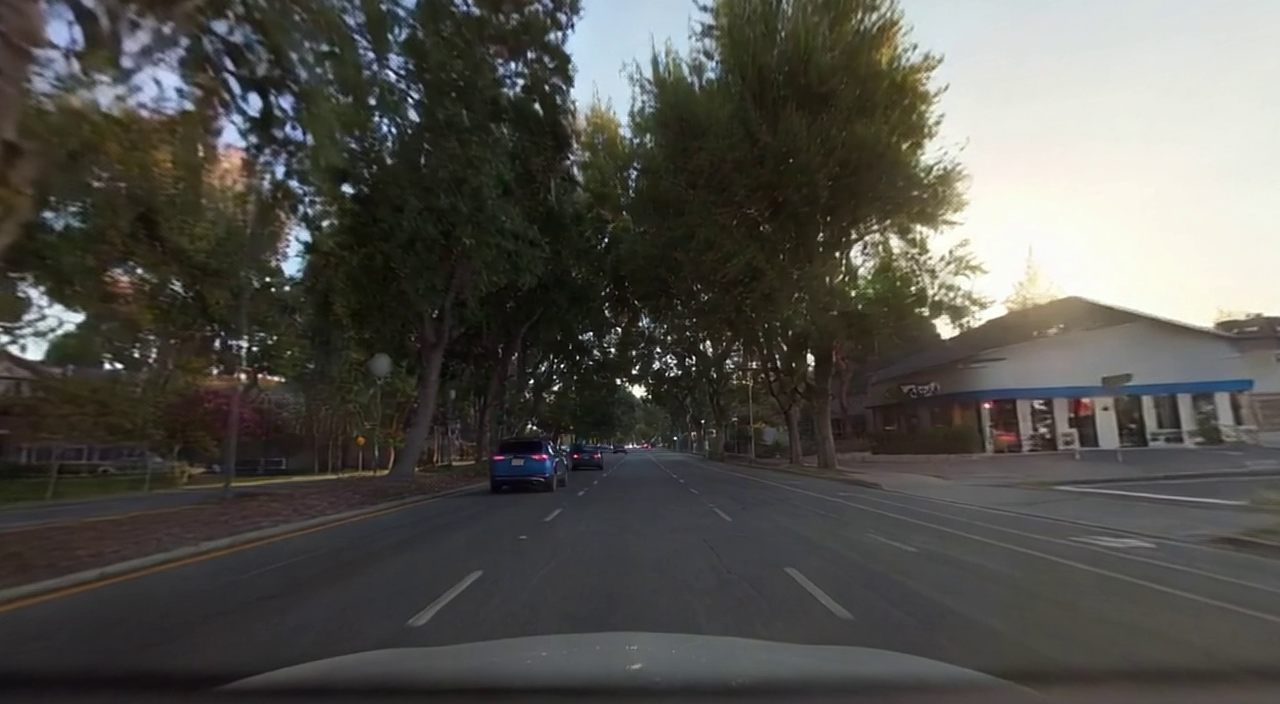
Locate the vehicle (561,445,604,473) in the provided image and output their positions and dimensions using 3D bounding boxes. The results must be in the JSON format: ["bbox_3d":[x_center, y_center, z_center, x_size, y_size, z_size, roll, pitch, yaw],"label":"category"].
[{"bbox_3d":[-3.158,5.998,35.597,2.069,1.470,4.601,0,-9,0],"label":"vehicle"}]

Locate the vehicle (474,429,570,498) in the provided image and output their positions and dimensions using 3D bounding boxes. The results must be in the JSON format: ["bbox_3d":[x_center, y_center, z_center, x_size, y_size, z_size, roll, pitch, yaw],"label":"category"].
[{"bbox_3d":[-3.369,3.297,19.014,2.042,1.817,4.364,0,-9,0],"label":"vehicle"}]
